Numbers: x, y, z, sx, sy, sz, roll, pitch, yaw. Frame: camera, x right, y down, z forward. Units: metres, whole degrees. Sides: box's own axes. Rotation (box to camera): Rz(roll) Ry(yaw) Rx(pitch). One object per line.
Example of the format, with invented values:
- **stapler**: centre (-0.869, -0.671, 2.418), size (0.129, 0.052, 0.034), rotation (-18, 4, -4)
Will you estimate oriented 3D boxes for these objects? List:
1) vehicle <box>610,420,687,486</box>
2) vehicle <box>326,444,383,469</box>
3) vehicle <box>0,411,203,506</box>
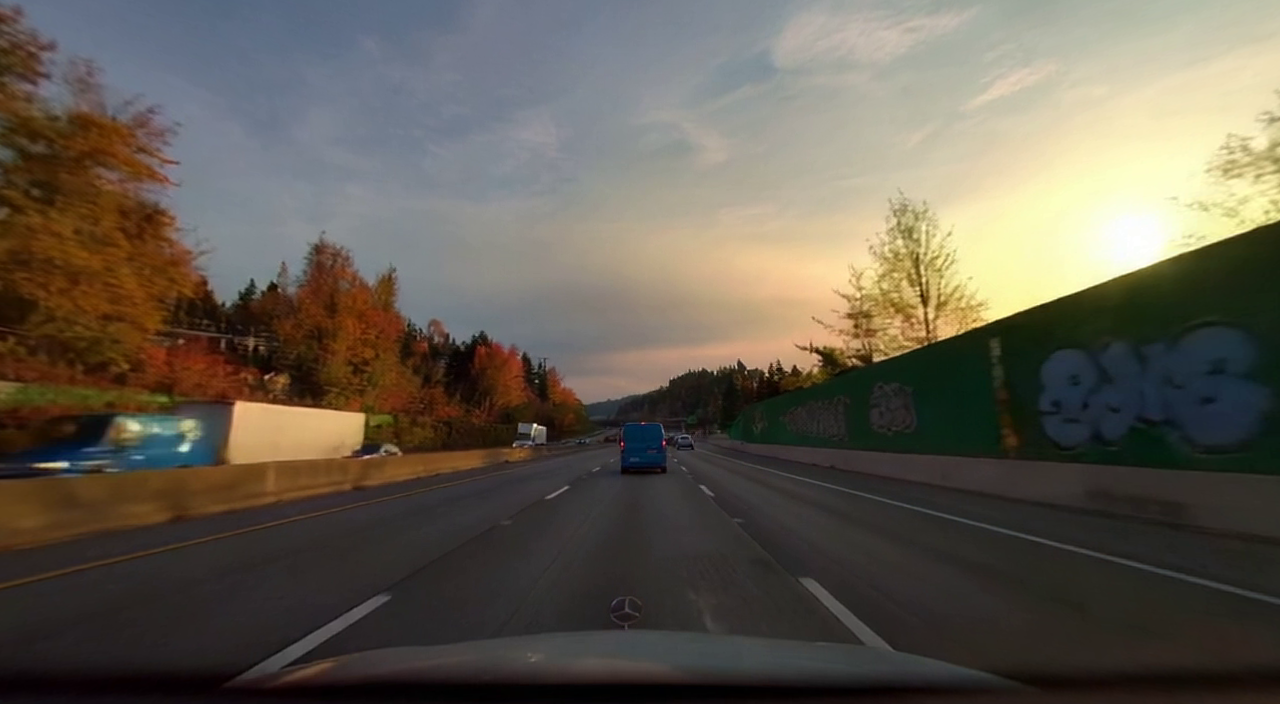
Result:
- **vehicle**: centre (0.237, 3.328, 21.032), size (2.283, 1.956, 4.421), rotation (0, -8, 0)
- **vehicle**: centre (-18.967, 6.949, 41.987), size (1.864, 1.588, 4.152), rotation (0, -8, 0)
- **vehicle**: centre (-16.993, 3.218, 19.551), size (2.401, 2.471, 5.918), rotation (0, -8, 1)
